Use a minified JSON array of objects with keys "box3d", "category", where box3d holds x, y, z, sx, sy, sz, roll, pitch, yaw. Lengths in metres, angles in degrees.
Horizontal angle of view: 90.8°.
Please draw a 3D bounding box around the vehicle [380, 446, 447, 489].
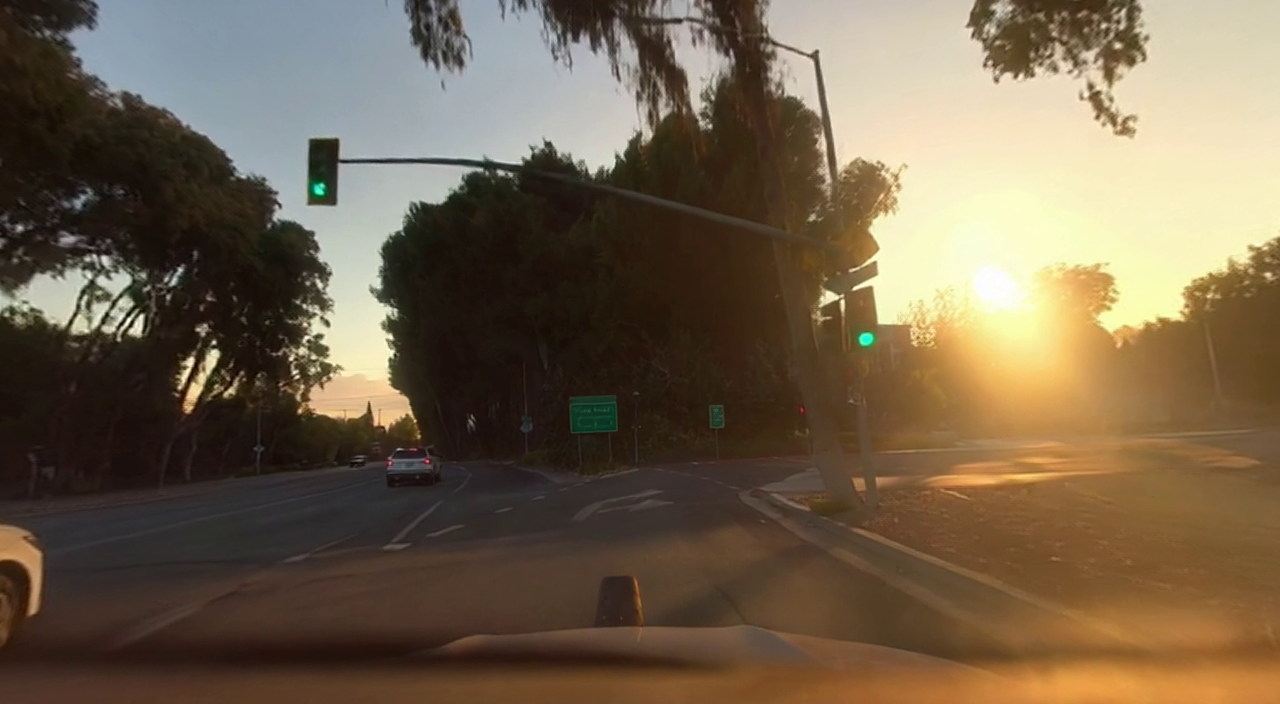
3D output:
[{"box3d":[-9.866,5.006,27.873,2.134,1.707,4.471,2,-9,-12],"category":"vehicle"}]
